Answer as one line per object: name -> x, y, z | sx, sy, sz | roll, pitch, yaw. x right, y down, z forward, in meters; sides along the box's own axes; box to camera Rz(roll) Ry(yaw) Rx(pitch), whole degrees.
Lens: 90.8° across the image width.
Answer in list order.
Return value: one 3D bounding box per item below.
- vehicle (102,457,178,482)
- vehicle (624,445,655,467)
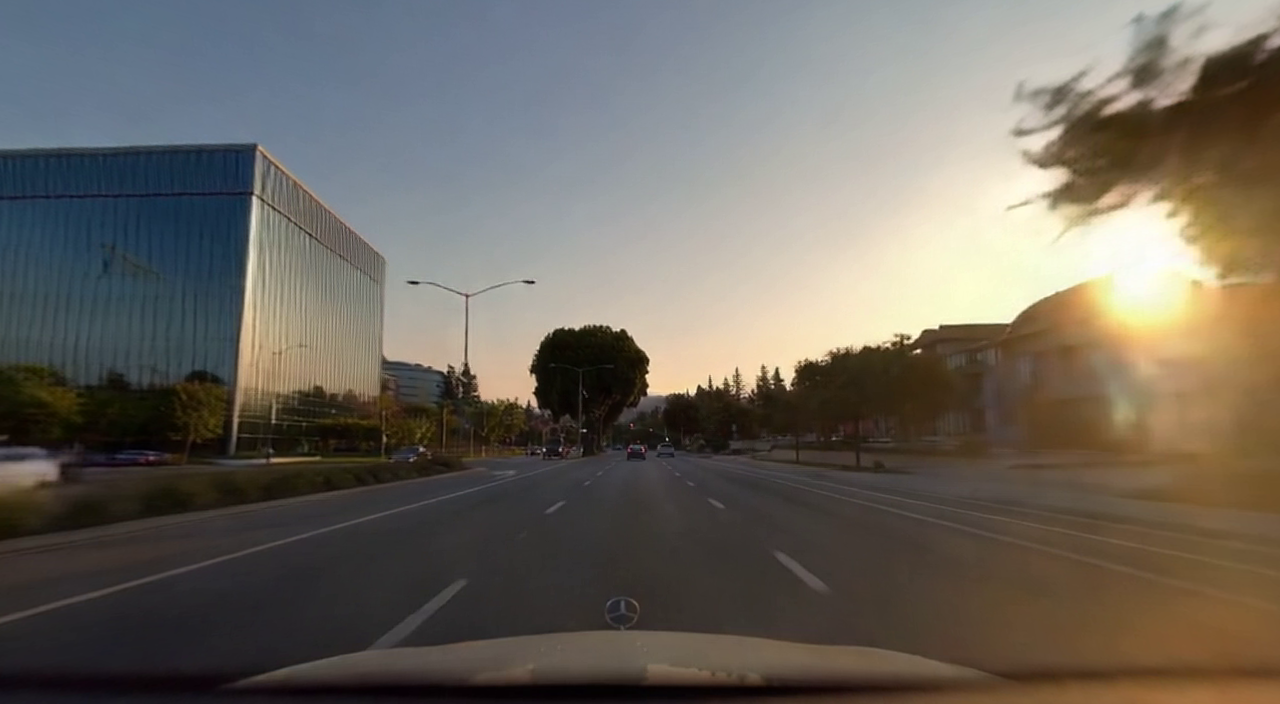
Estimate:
vehicle -> -34.563, 8.091, 43.662 | 4.090, 1.598, 1.906 | -3, -9, 14
vehicle -> -0.058, 7.288, 44.404 | 2.080, 1.445, 4.096 | 0, -9, -1
